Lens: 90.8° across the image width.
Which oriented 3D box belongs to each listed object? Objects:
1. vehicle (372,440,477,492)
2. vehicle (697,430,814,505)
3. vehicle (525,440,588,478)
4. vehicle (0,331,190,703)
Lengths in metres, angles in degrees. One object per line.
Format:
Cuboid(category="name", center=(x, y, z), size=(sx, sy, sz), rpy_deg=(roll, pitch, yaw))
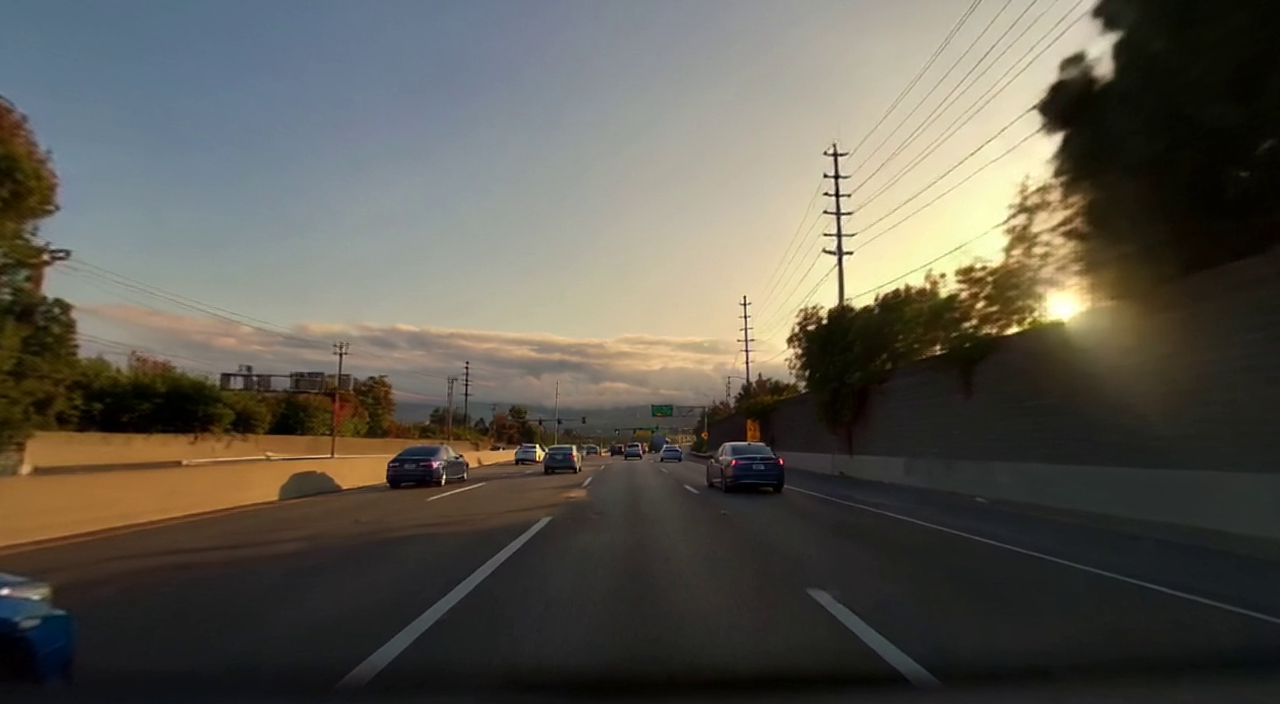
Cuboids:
Cuboid(category="vehicle", center=(-6.713, 3.575, 20.209), size=(1.903, 1.482, 4.180), rpy_deg=(0, -8, -1))
Cuboid(category="vehicle", center=(2.806, 2.925, 16.463), size=(2.100, 1.659, 4.387), rpy_deg=(0, -8, -1))
Cuboid(category="vehicle", center=(-3.455, 4.541, 27.081), size=(2.066, 1.488, 4.377), rpy_deg=(0, -8, 1))
Cuboid(category="vehicle", center=(-3.236, 0.595, 0.835), size=(2.104, 1.707, 4.338), rpy_deg=(0, -8, -1))
